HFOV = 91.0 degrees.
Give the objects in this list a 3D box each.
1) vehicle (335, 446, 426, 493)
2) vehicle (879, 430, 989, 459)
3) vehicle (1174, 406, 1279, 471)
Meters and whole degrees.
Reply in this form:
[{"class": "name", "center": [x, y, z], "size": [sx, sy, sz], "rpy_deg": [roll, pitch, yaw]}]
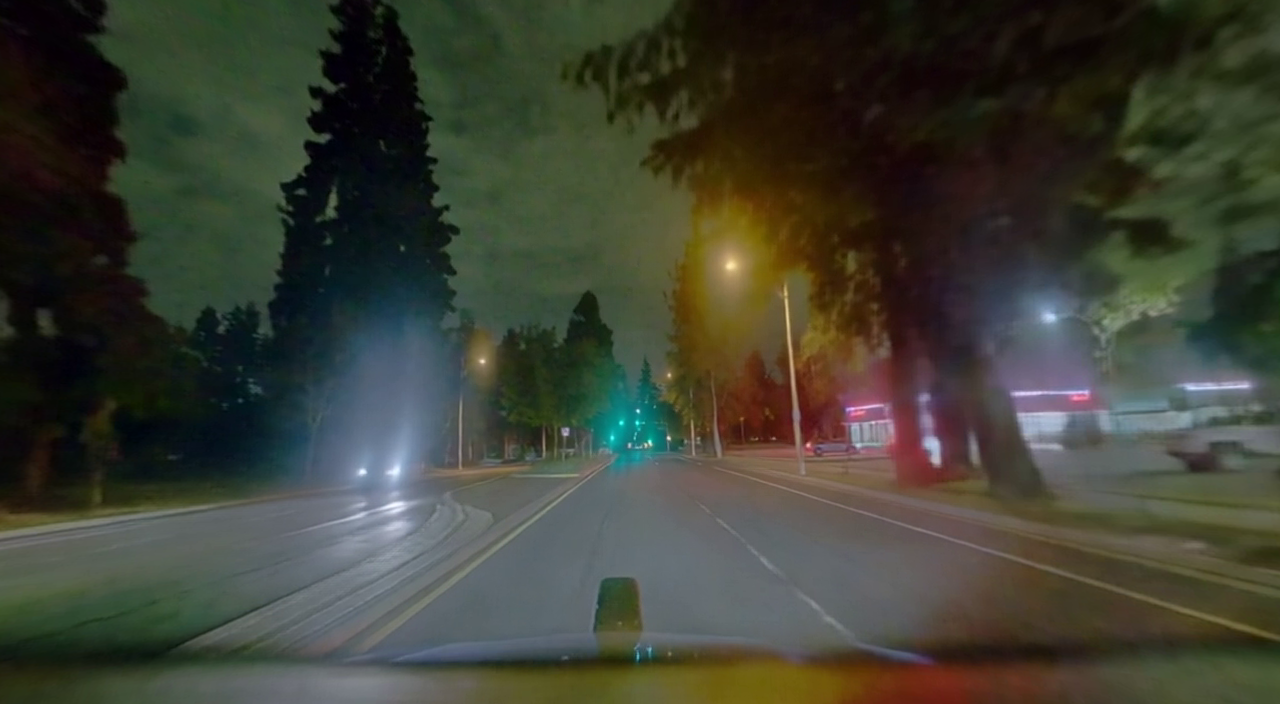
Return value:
[{"class": "vehicle", "center": [-10.986, 4.956, 27.056], "size": [2.031, 1.674, 4.573], "rpy_deg": [-4, -8, -1]}, {"class": "vehicle", "center": [16.368, 5.189, 35.246], "size": [5.124, 1.541, 2.070], "rpy_deg": [0, -10, -1]}, {"class": "vehicle", "center": [16.246, 2.146, 15.534], "size": [4.241, 1.472, 2.066], "rpy_deg": [0, -9, -3]}]
